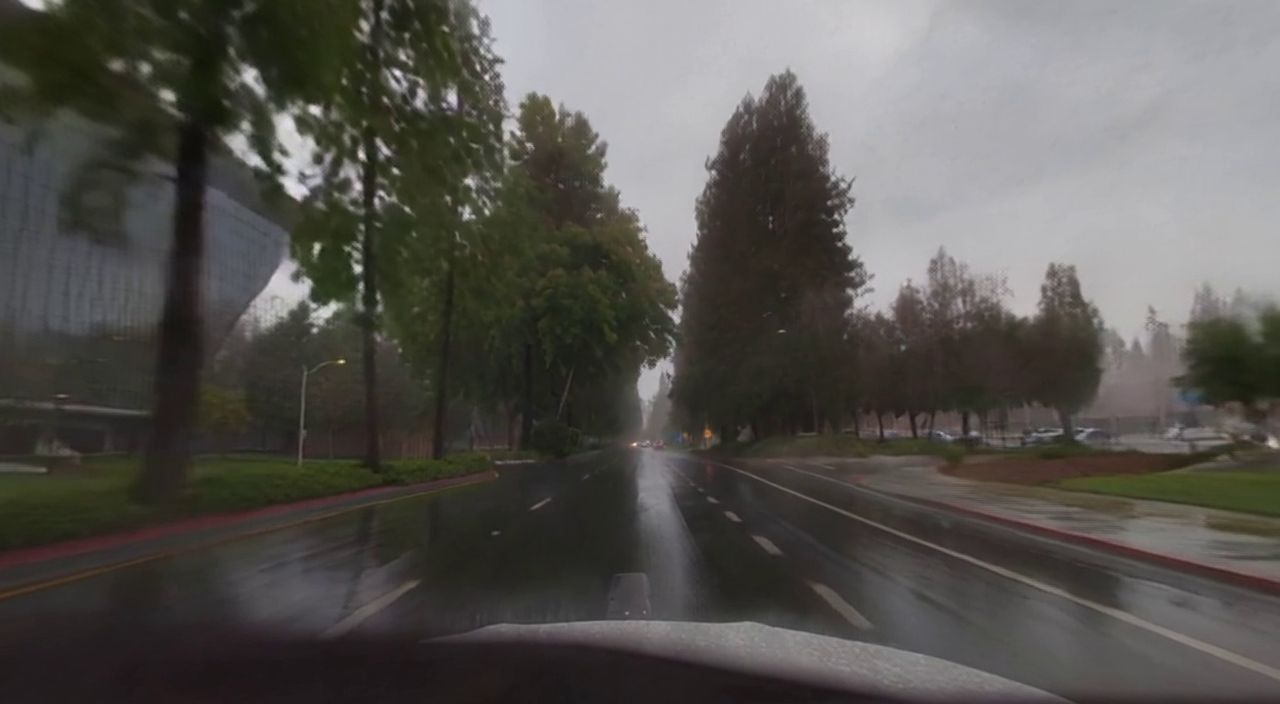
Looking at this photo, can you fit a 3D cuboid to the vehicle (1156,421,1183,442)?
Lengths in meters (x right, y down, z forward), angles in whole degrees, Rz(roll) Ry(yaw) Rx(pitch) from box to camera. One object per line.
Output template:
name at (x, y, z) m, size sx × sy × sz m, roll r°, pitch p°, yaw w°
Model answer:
vehicle at (41.824, 6.252, 49.743) m, size 1.545 × 1.512 × 3.318 m, roll -3°, pitch -6°, yaw 41°

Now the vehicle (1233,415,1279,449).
vehicle at (33.676, 4.358, 34.061) m, size 1.940 × 1.727 × 4.262 m, roll -7°, pitch -11°, yaw 39°

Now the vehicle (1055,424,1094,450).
vehicle at (32.380, 6.363, 46.876) m, size 1.856 × 1.730 × 4.156 m, roll -9°, pitch -13°, yaw 38°
